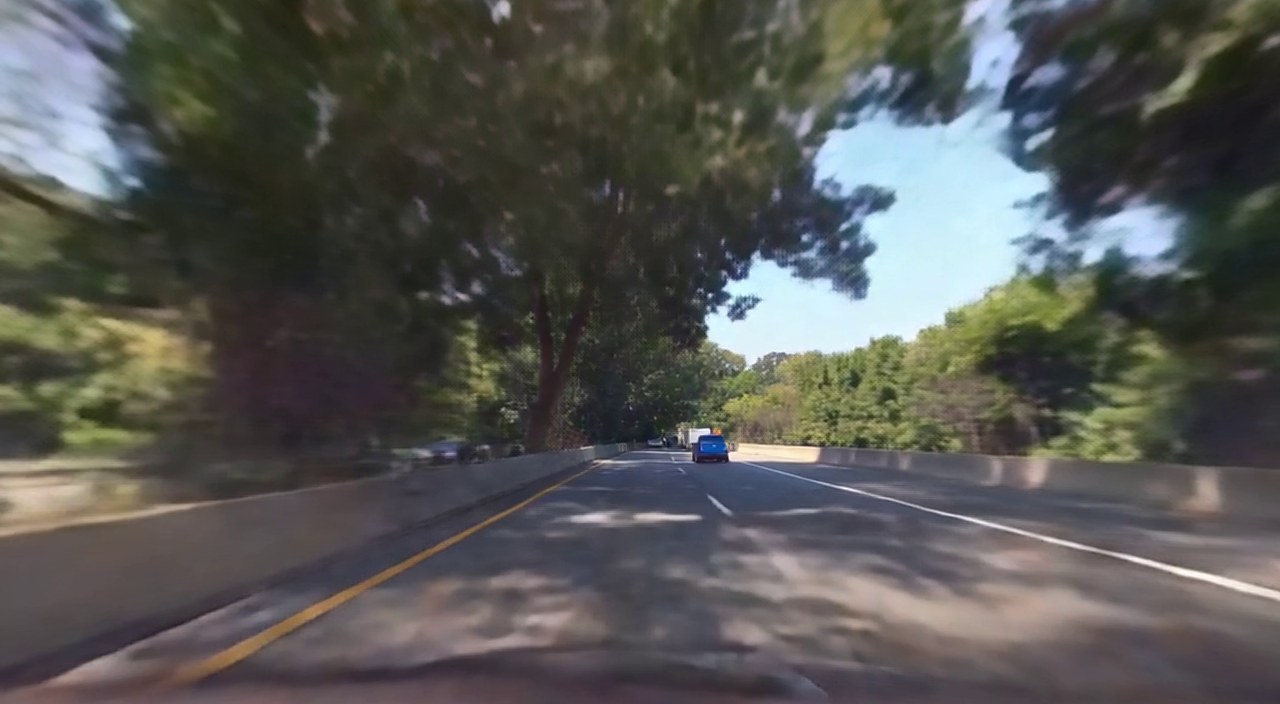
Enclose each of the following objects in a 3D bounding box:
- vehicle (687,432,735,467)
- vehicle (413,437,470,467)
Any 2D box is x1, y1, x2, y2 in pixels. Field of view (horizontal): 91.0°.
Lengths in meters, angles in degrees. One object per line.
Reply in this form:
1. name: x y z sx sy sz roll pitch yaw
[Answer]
1. vehicle: 3.591 5.033 32.684 2.022 1.663 4.245 0 -8 0
2. vehicle: -10.304 5.194 32.869 1.654 1.413 3.586 -1 -8 2
